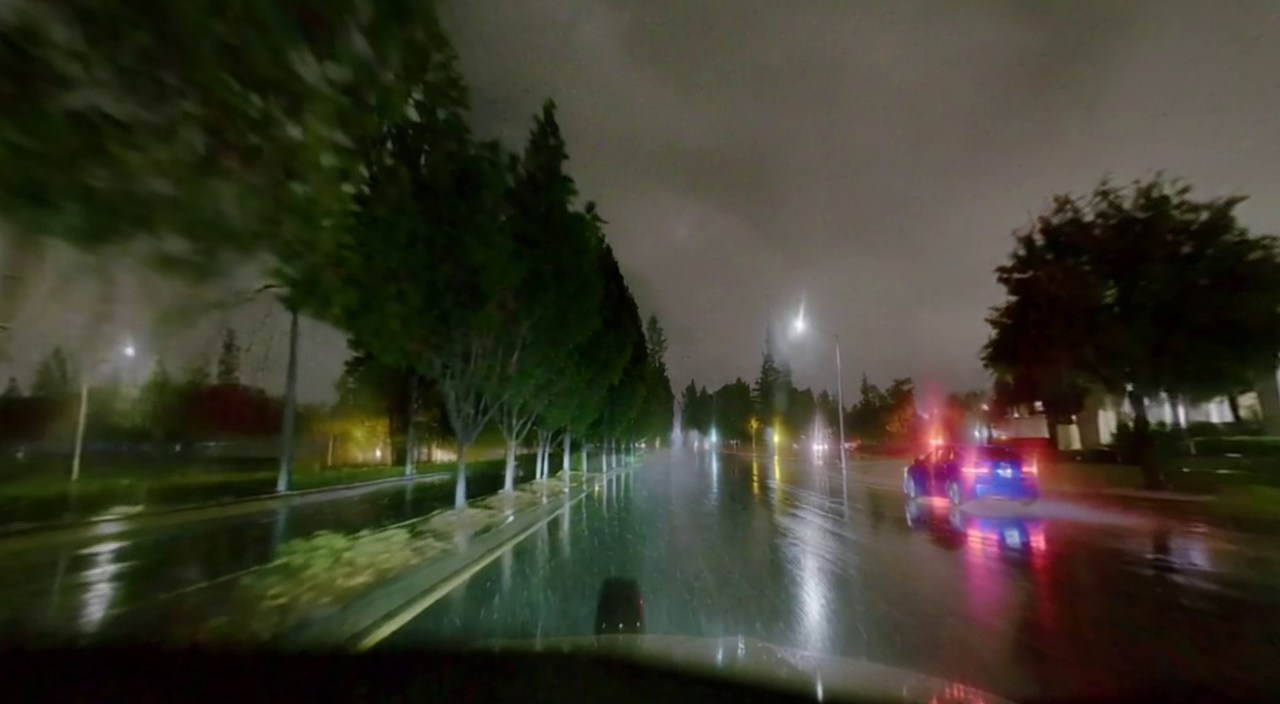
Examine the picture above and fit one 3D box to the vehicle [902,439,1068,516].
[{"bbox_3d":[7.587,2.759,14.319,1.797,1.518,3.433,0,-9,1],"label":"vehicle"}]
